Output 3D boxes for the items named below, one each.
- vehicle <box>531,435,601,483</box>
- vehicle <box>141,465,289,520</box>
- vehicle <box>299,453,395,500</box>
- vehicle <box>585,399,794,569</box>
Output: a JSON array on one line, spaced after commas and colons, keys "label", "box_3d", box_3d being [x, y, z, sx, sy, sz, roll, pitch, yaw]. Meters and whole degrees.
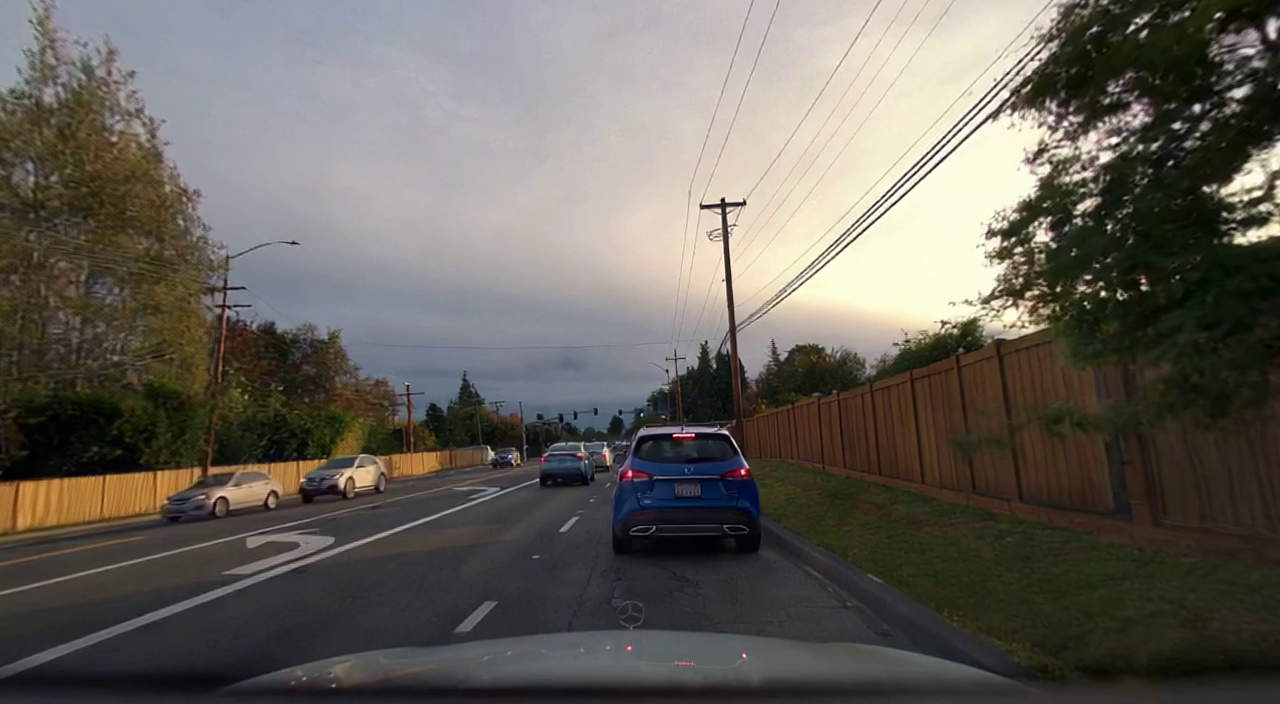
[{"label": "vehicle", "box_3d": [-2.710, 4.058, 24.150, 2.037, 1.639, 4.213, 0, -9, 2]}, {"label": "vehicle", "box_3d": [-14.806, 4.884, 22.351, 2.024, 1.467, 4.584, -3, -9, 1]}, {"label": "vehicle", "box_3d": [-11.559, 4.898, 25.176, 1.893, 1.662, 3.966, 0, -9, 0]}, {"label": "vehicle", "box_3d": [0.491, 1.680, 8.683, 2.174, 1.749, 4.113, 0, -9, -1]}]
